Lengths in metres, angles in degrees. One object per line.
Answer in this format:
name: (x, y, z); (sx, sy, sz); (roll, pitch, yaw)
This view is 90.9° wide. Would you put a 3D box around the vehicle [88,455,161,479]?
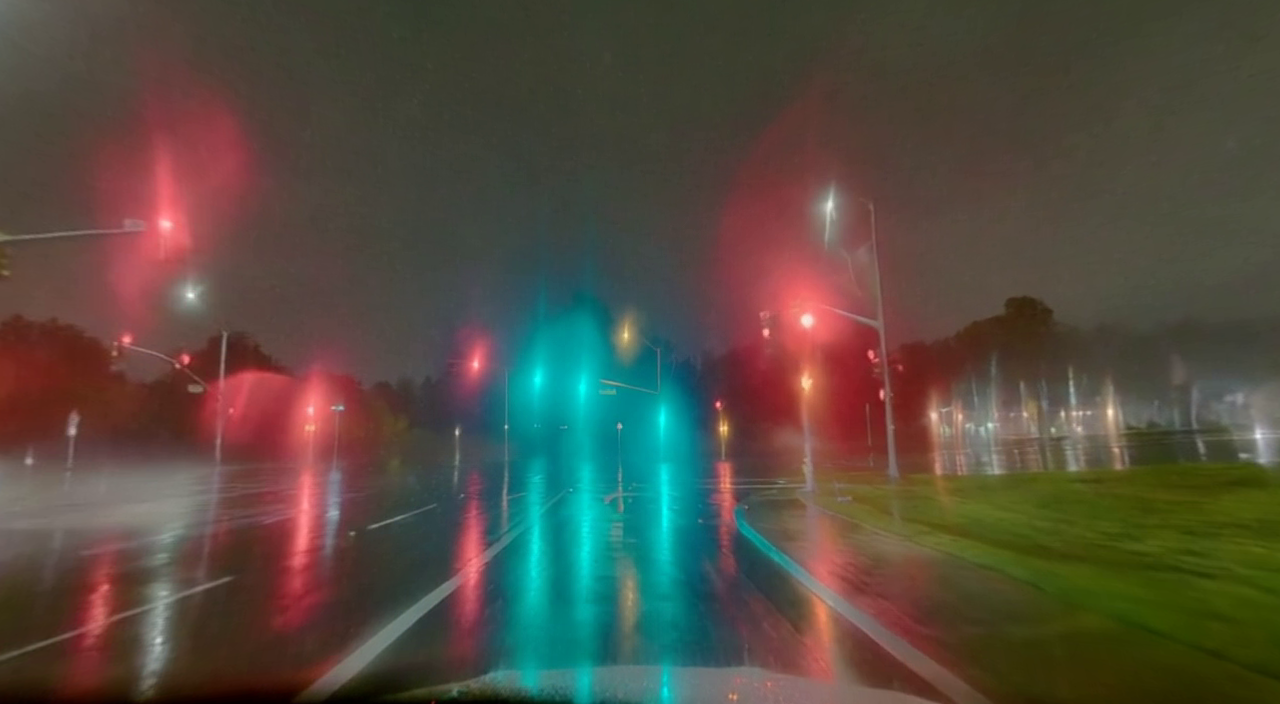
vehicle: (-36.883, 8.233, 45.156); (3.748, 1.389, 1.656); (-2, -6, -2)
